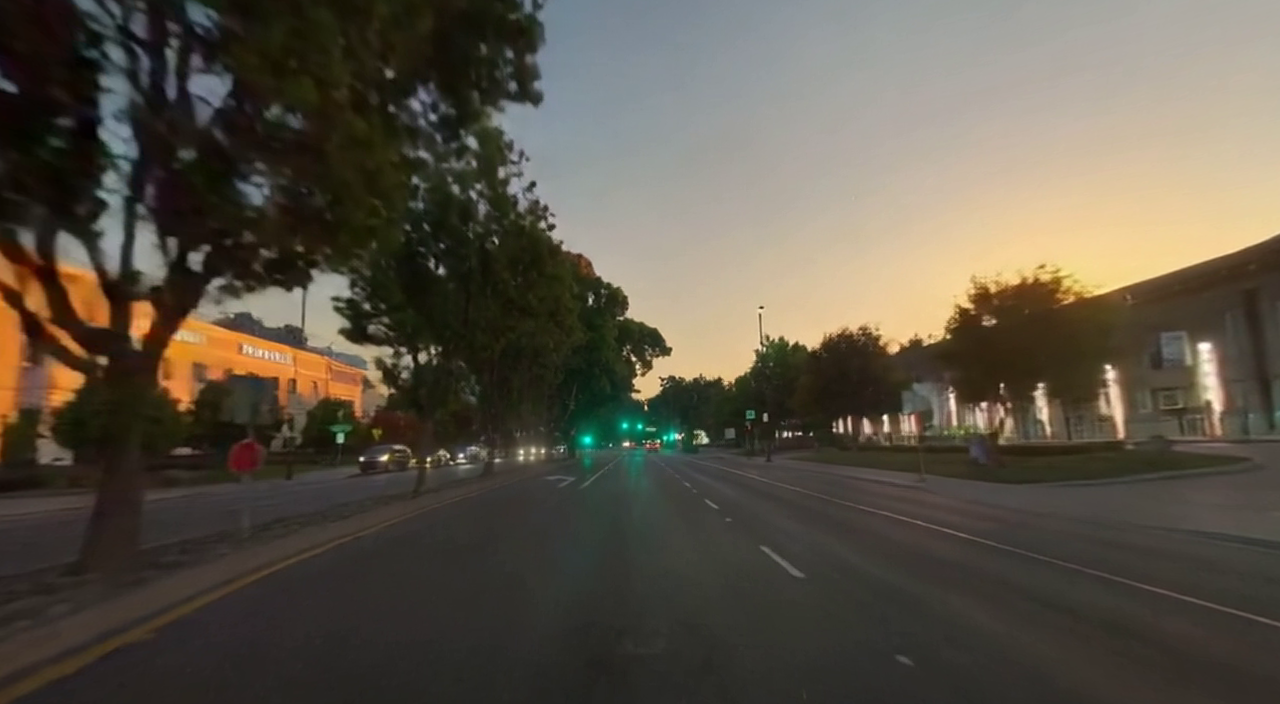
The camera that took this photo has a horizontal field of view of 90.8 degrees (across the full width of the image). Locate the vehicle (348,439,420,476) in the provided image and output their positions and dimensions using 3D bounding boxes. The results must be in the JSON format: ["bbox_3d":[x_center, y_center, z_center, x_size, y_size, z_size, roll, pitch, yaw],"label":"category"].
[{"bbox_3d":[-15.736,6.533,39.218,2.246,2.081,5.416,-1,-9,-1],"label":"vehicle"}]

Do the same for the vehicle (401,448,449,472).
[{"bbox_3d":[-15.681,7.847,46.288,1.892,1.624,4.645,0,-8,0],"label":"vehicle"}]
